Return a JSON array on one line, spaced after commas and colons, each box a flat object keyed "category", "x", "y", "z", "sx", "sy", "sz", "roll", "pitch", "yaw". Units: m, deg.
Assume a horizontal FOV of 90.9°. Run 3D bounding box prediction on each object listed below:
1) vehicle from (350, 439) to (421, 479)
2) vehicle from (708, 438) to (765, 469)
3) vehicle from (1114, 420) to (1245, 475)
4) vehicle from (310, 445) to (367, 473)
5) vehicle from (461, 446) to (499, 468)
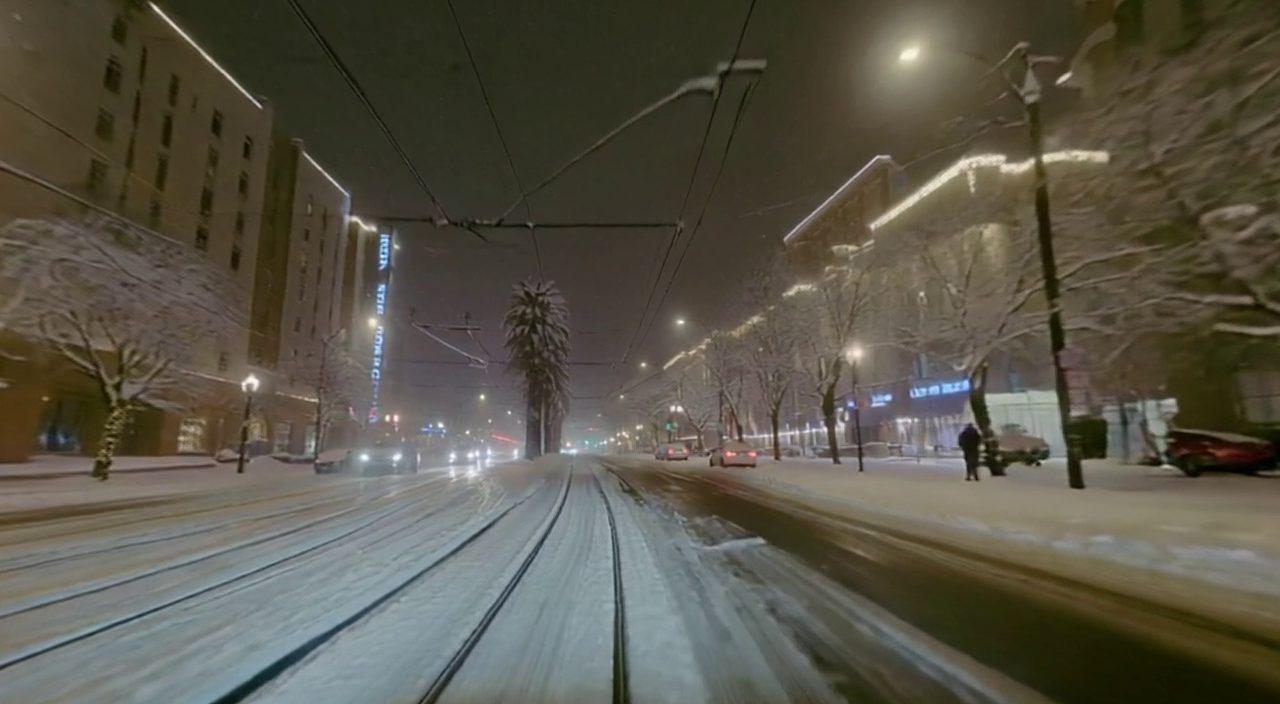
[{"category": "vehicle", "x": -13.138, "y": 5.537, "z": 32.895, "sx": 2.127, "sy": 1.892, "sz": 4.655, "roll": 1, "pitch": -8, "yaw": -6}, {"category": "vehicle", "x": 5.543, "y": 5.892, "z": 36.927, "sx": 1.995, "sy": 1.677, "sz": 4.863, "roll": 1, "pitch": -8, "yaw": -8}, {"category": "vehicle", "x": 16.207, "y": 2.902, "z": 19.227, "sx": 1.983, "sy": 1.461, "sz": 4.547, "roll": -5, "pitch": -9, "yaw": 28}, {"category": "vehicle", "x": -20.480, "y": 7.247, "z": 43.002, "sx": 1.974, "sy": 1.808, "sz": 4.373, "roll": 1, "pitch": -8, "yaw": -5}, {"category": "vehicle", "x": -11.823, "y": 7.752, "z": 46.769, "sx": 2.013, "sy": 1.590, "sz": 4.241, "roll": 1, "pitch": -8, "yaw": -5}]
